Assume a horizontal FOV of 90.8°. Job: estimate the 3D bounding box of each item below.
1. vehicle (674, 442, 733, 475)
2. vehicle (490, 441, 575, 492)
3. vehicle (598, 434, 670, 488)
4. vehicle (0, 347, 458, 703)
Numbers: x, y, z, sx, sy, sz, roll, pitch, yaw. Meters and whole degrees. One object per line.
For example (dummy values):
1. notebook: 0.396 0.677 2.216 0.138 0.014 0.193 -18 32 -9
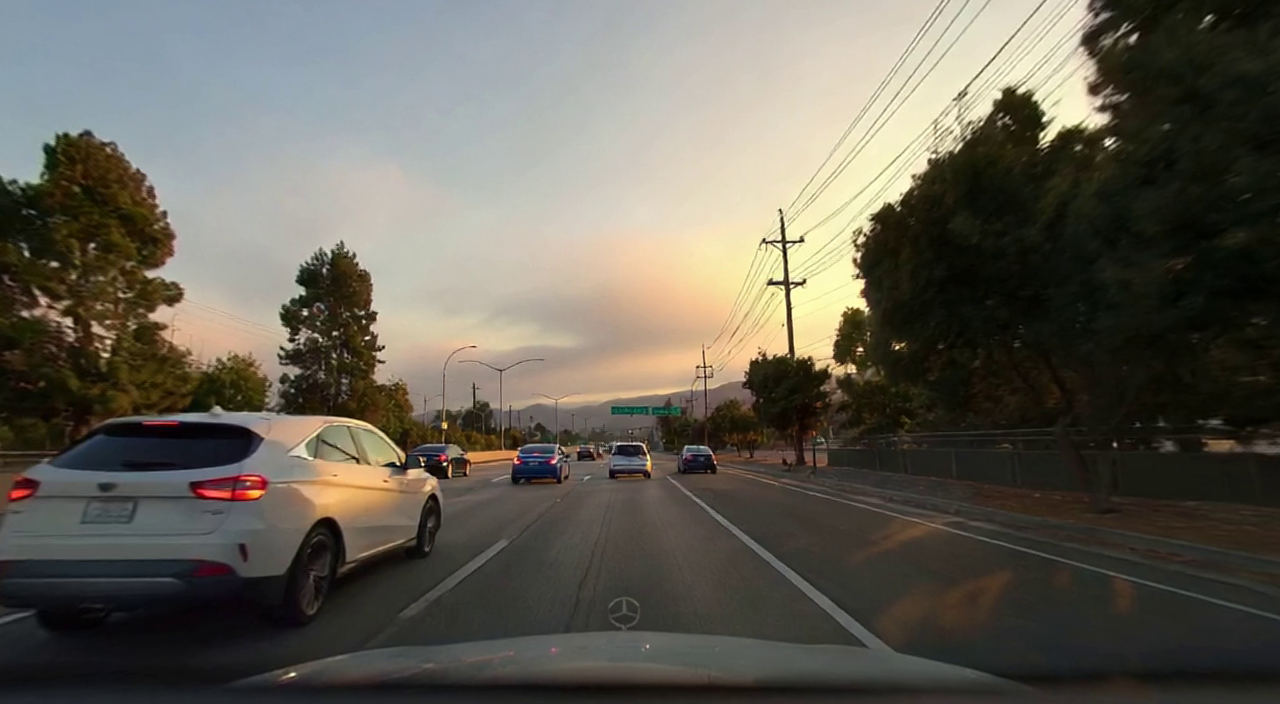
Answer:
1. vehicle: 2.964 5.087 30.550 2.197 1.464 4.356 0 -8 -3
2. vehicle: -3.357 3.648 20.581 1.958 1.447 4.454 0 -8 0
3. vehicle: -0.219 3.765 22.230 2.284 1.699 4.168 0 -8 -1
4. vehicle: -3.251 1.175 4.895 2.277 1.728 4.661 0 -8 0
